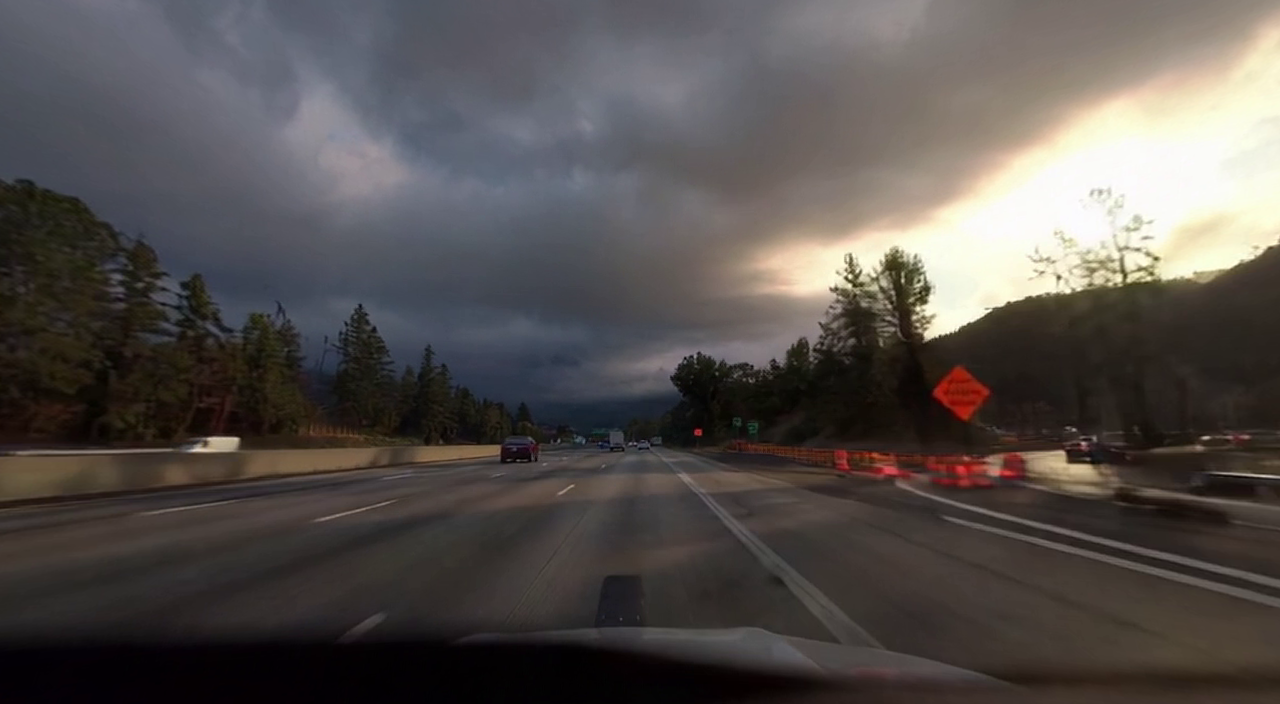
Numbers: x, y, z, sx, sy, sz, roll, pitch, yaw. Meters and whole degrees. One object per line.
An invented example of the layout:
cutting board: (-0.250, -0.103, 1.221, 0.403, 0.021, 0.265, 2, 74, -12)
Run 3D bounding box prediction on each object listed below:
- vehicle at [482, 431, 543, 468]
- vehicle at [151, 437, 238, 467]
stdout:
vehicle: (-6.601, 5.143, 33.258, 2.103, 1.775, 4.966, 0, -8, 1)
vehicle: (-25.347, 5.682, 35.977, 1.884, 1.584, 3.970, 0, -8, 3)
